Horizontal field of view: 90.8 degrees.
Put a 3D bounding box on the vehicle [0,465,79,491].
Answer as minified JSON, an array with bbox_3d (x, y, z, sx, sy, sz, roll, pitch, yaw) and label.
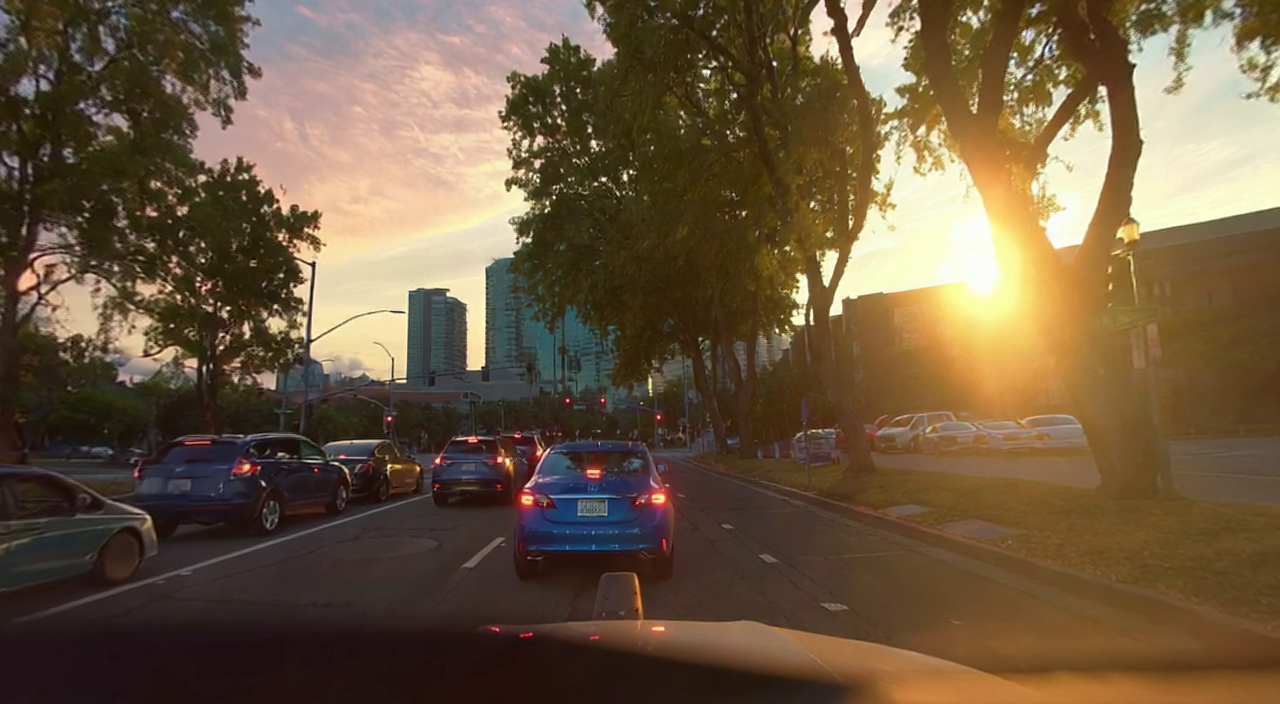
[{"bbox_3d":[-36.640,7.544,37.947,4.093,1.440,1.804,0,-9,-1],"label":"vehicle"}]

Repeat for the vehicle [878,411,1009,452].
[{"bbox_3d":[13.929,3.690,29.216,4.975,1.809,1.956,0,-9,1],"label":"vehicle"}]

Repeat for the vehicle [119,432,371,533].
[{"bbox_3d":[-7.271,2.427,12.336,2.096,1.593,4.288,0,-9,0],"label":"vehicle"}]

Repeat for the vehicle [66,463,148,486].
[{"bbox_3d":[-36.456,8.375,43.273,3.918,1.423,1.861,-1,-9,2],"label":"vehicle"}]

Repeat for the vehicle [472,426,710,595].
[{"bbox_3d":[-0.419,1.704,7.628,2.104,1.472,3.946,0,-9,0],"label":"vehicle"}]

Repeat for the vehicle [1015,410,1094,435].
[{"bbox_3d":[30.332,5.227,46.403,4.627,1.671,1.929,-5,-10,29],"label":"vehicle"}]
